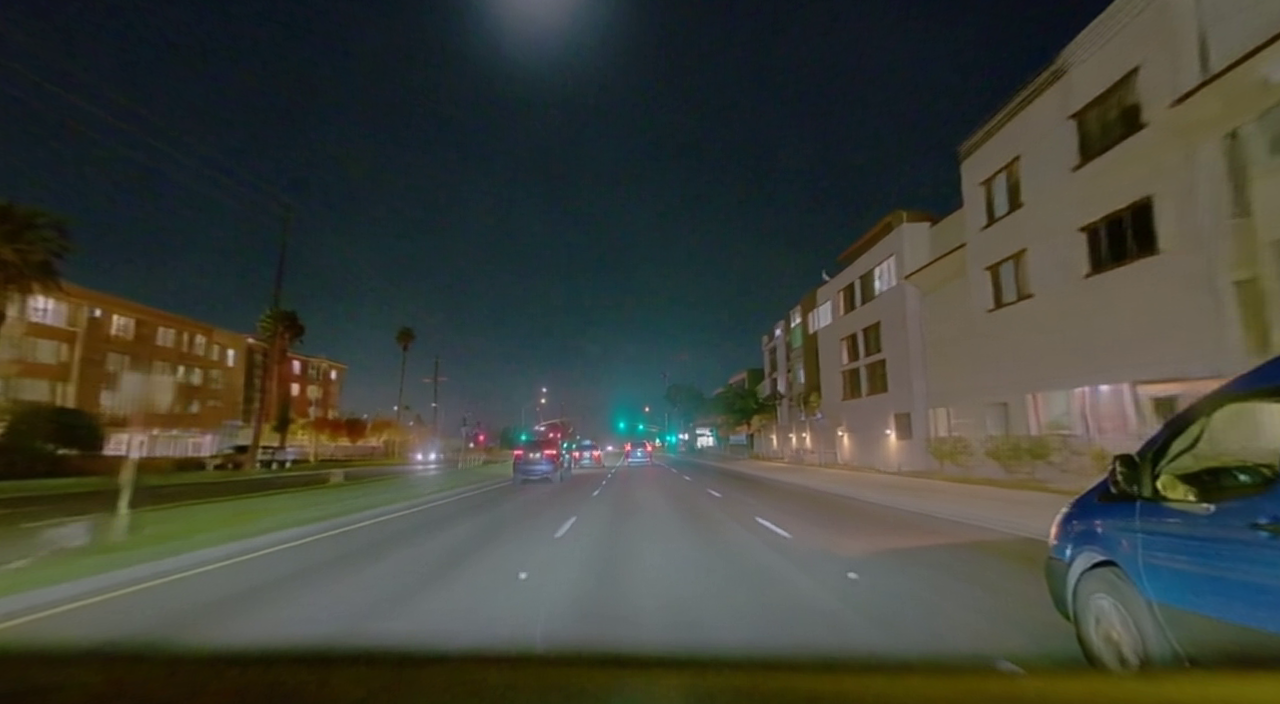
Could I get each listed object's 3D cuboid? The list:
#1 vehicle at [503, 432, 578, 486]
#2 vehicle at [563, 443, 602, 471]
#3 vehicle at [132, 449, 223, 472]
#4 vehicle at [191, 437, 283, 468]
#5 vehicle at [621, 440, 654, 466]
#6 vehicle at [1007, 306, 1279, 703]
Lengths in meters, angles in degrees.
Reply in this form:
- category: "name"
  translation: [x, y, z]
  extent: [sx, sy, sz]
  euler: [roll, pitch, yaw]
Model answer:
- category: "vehicle"
  translation: [-3.413, 3.761, 22.406]
  extent: [1.967, 1.703, 4.157]
  euler: [0, -9, 0]
- category: "vehicle"
  translation: [-3.105, 5.770, 34.837]
  extent: [1.869, 1.454, 4.142]
  euler: [0, -9, -2]
- category: "vehicle"
  translation: [-30.568, 7.146, 41.824]
  extent: [4.474, 1.393, 1.920]
  euler: [1, -8, -1]
- category: "vehicle"
  translation: [-30.326, 7.553, 47.647]
  extent: [5.583, 2.103, 2.086]
  euler: [-1, -6, 2]
- category: "vehicle"
  translation: [-0.219, 6.999, 43.884]
  extent: [2.191, 1.761, 3.857]
  euler: [0, -9, -2]
- category: "vehicle"
  translation: [3.772, 0.690, 2.026]
  extent: [2.234, 1.912, 4.847]
  euler: [0, -9, 0]
